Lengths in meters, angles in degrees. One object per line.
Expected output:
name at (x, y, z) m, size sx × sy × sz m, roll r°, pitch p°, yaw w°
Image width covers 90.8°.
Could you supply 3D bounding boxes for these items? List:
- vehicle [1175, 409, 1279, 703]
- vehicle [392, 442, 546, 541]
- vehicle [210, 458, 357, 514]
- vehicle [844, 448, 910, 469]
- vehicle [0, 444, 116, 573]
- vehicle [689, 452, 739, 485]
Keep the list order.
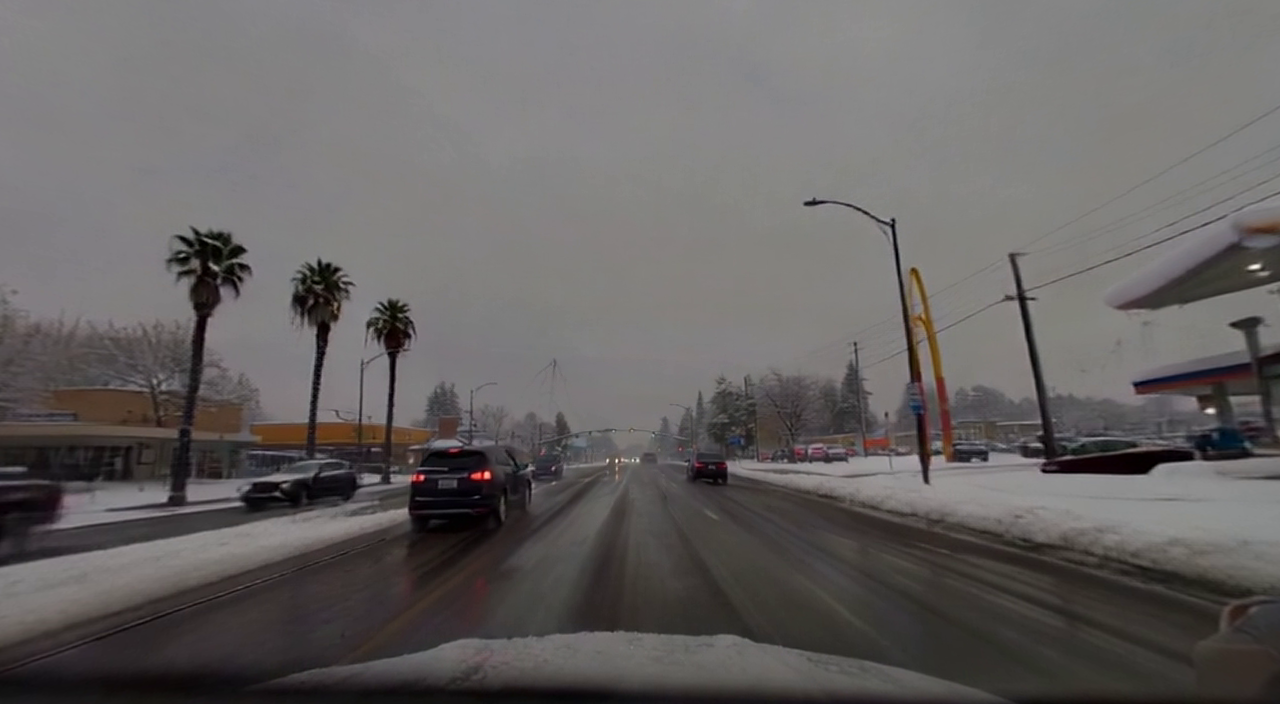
vehicle at (3.535, 0.716, 0.839) m, size 1.987 × 1.474 × 4.198 m, roll 0°, pitch -9°, yaw 1°
vehicle at (-3.032, 2.539, 12.175) m, size 2.021 × 1.550 × 4.090 m, roll 0°, pitch -9°, yaw -3°
vehicle at (-11.406, 4.279, 20.675) m, size 1.940 × 1.550 × 4.525 m, roll 1°, pitch -9°, yaw 3°
vehicle at (18.131, 8.085, 48.236) m, size 4.750 × 1.478 × 1.998 m, roll 5°, pitch -10°, yaw -29°
vehicle at (-10.390, 2.185, 8.591) m, size 2.169 × 1.853 × 4.853 m, roll -1°, pitch -9°, yaw 3°
vehicle at (3.522, 5.599, 30.623) m, size 1.889 × 1.448 × 4.262 m, roll 0°, pitch -9°, yaw 0°
